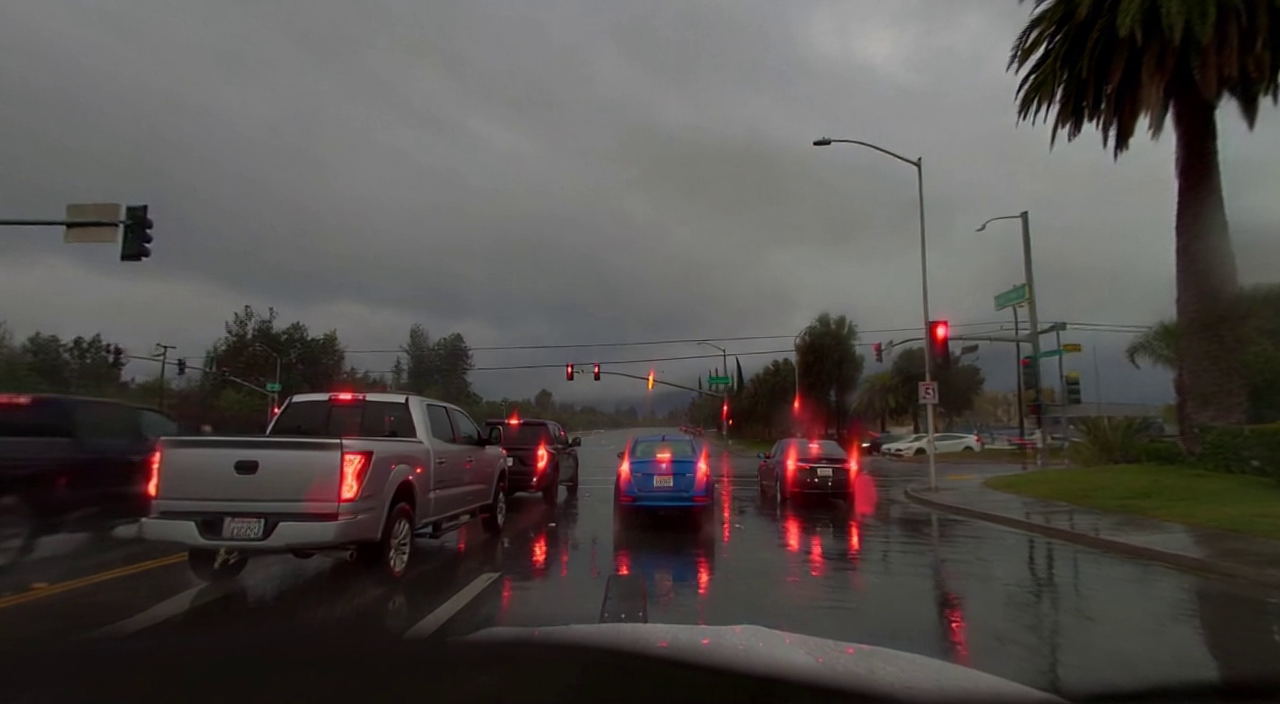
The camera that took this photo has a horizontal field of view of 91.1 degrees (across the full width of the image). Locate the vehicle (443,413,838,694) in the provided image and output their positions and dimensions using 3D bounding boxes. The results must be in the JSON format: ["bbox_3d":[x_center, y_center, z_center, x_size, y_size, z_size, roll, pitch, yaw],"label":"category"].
[{"bbox_3d":[0.035,1.396,5.536,2.122,1.501,4.152,0,-8,1],"label":"vehicle"}]

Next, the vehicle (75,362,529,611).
[{"bbox_3d":[-3.230,1.480,7.909,2.330,1.969,5.626,-1,-8,3],"label":"vehicle"}]

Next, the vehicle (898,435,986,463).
[{"bbox_3d":[18.809,6.076,39.301,4.466,1.717,1.963,0,-8,2],"label":"vehicle"}]
